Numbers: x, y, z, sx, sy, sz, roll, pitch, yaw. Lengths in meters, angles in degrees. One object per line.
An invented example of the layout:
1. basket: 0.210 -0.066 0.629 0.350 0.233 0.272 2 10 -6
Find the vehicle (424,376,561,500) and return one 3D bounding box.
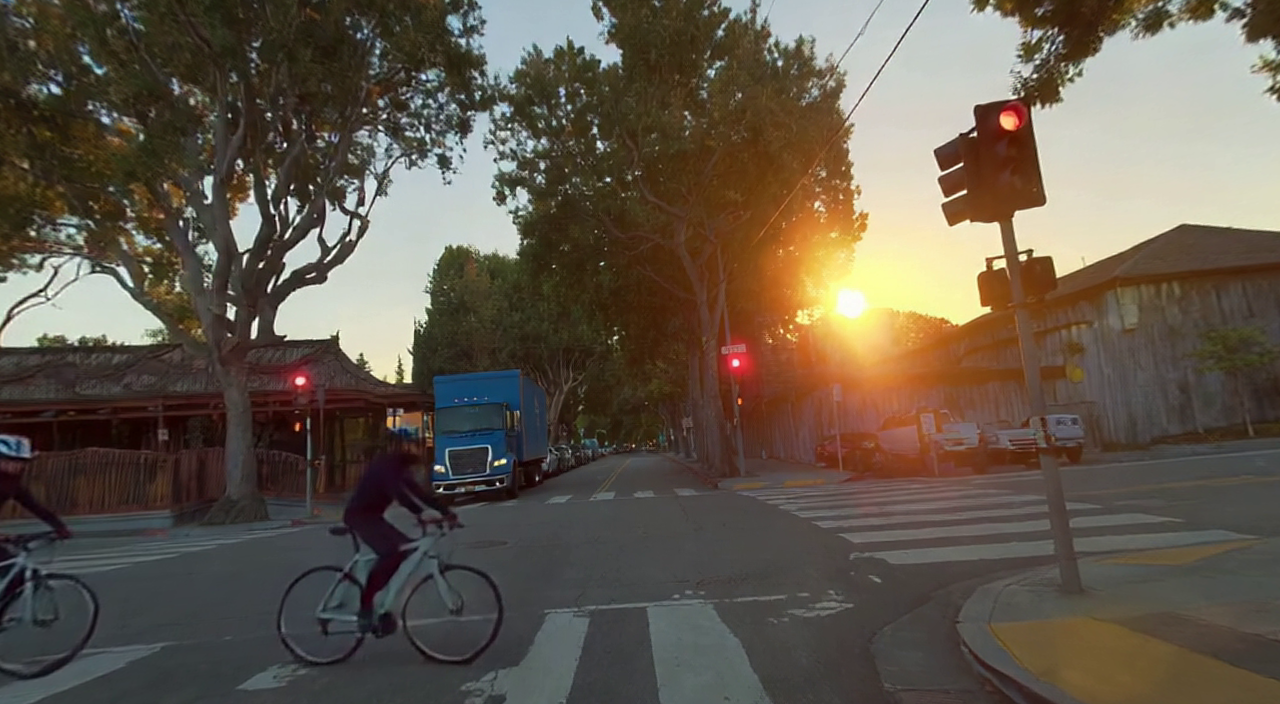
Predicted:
1. vehicle: -5.846 3.734 27.182 3.113 4.041 10.284 -6 -8 0

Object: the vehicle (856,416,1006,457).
1. vehicle: 10.688 3.143 23.428 4.643 1.456 1.820 -1 -8 5

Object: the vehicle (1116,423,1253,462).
1. vehicle: 24.954 4.159 29.018 4.268 1.695 2.053 0 -8 3
